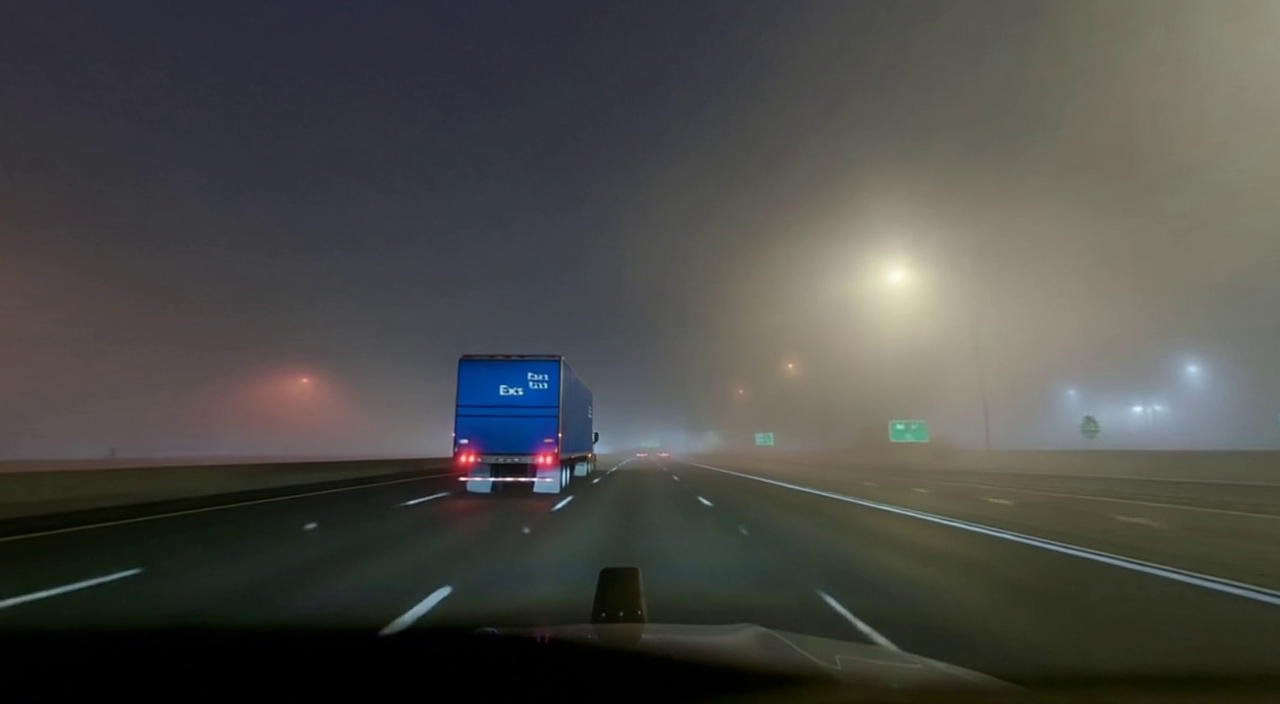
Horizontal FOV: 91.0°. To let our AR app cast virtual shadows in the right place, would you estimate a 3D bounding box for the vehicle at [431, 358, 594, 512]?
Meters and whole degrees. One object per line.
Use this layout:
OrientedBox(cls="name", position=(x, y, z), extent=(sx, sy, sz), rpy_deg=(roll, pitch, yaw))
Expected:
OrientedBox(cls="vehicle", position=(-3.179, 2.505, 18.461), extent=(2.922, 3.458, 8.360), rpy_deg=(0, -9, 0))
